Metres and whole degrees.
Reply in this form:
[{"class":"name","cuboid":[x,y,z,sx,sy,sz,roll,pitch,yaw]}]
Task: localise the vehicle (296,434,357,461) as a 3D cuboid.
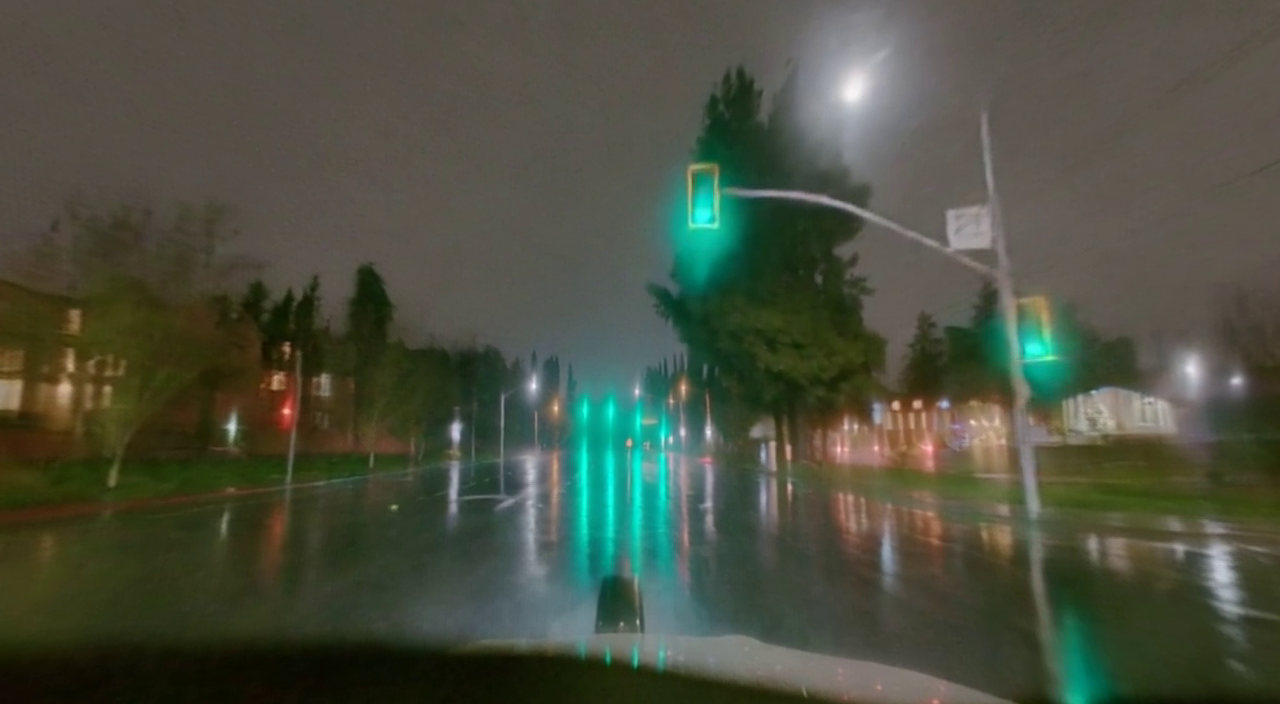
[{"class":"vehicle","cuboid":[-23.824,7.257,48.300,2.192,1.901,5.889,1,-8,-7]}]
